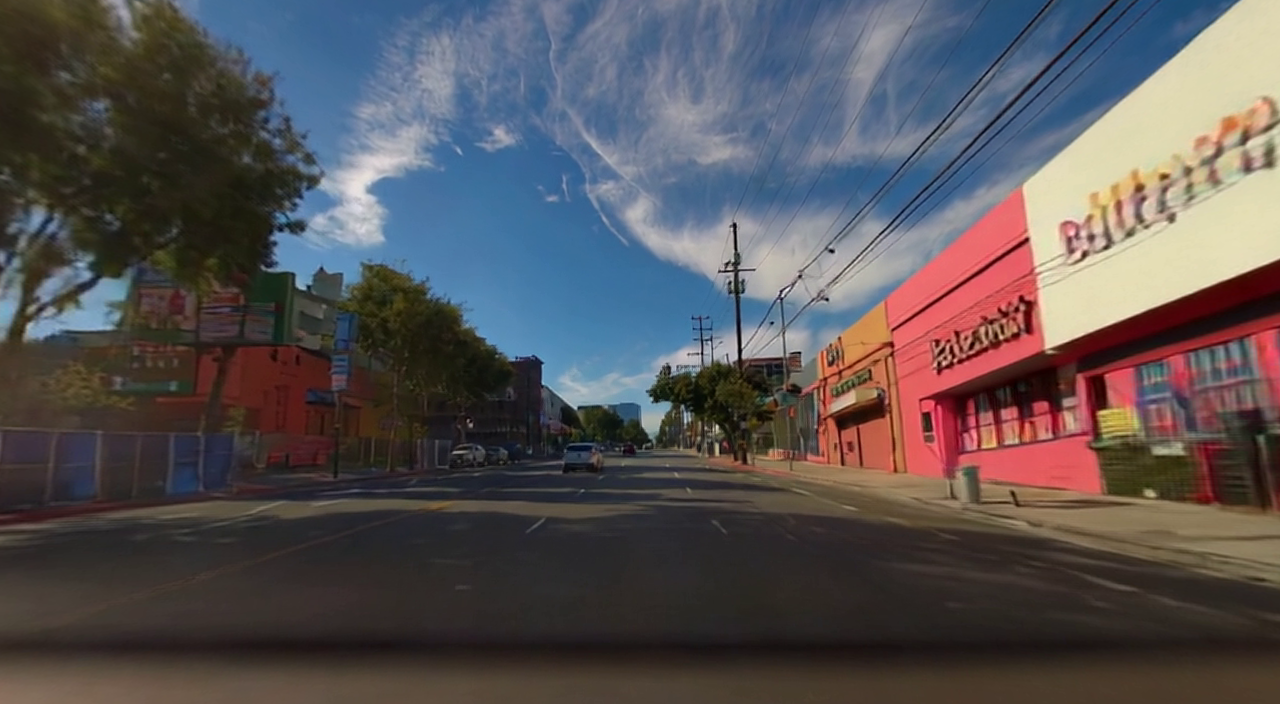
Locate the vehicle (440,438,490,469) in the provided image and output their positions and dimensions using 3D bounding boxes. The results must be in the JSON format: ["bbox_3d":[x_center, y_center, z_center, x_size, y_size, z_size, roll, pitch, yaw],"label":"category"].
[{"bbox_3d":[-11.728,6.791,42.446,2.052,1.898,4.253,0,-8,1],"label":"vehicle"}]

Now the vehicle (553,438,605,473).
[{"bbox_3d":[-2.885,5.031,31.007,2.036,1.589,4.549,0,-8,1],"label":"vehicle"}]
